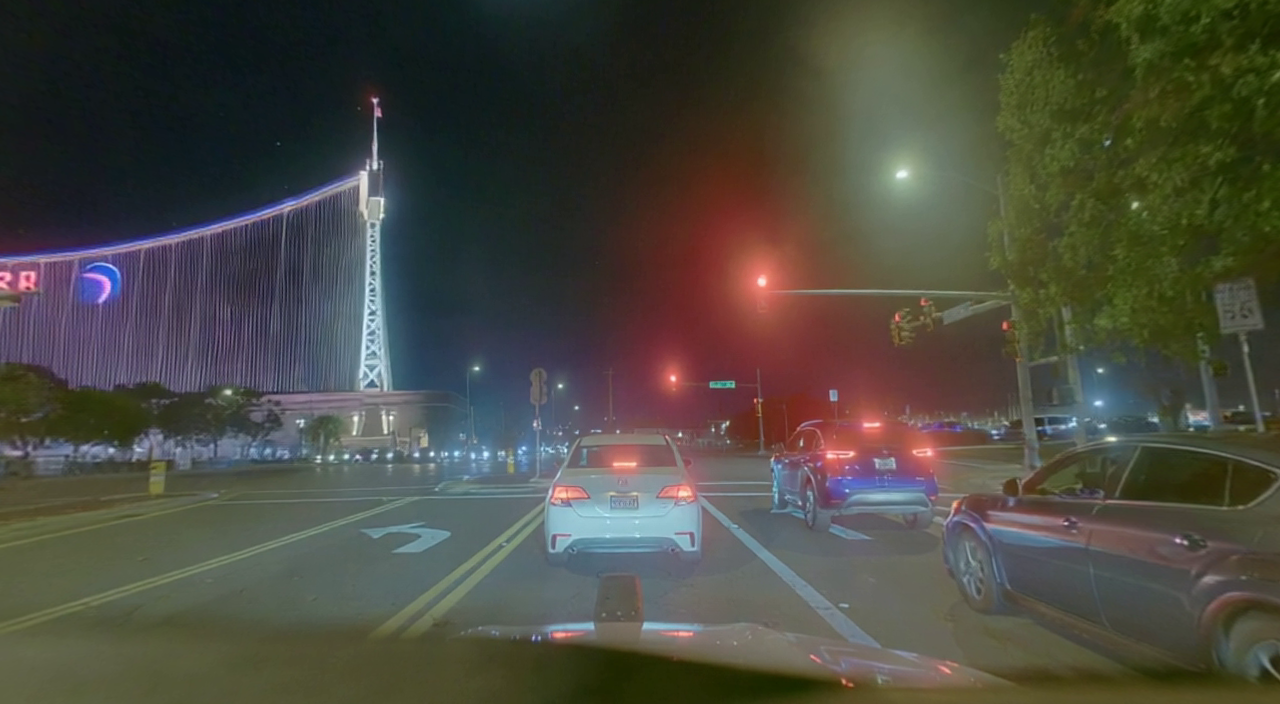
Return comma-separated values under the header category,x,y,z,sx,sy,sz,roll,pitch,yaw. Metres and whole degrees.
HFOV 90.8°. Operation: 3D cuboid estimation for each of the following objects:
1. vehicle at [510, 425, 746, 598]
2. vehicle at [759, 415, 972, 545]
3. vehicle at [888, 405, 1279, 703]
category,x,y,z,sx,sy,sz,roll,pitch,yaw
vehicle,-0.109,1.702,7.570,2.096,1.521,3.747,0,-8,0
vehicle,3.502,2.079,10.934,1.978,1.738,4.599,0,-8,0
vehicle,3.379,1.177,4.011,1.833,1.465,4.258,0,-8,-1
